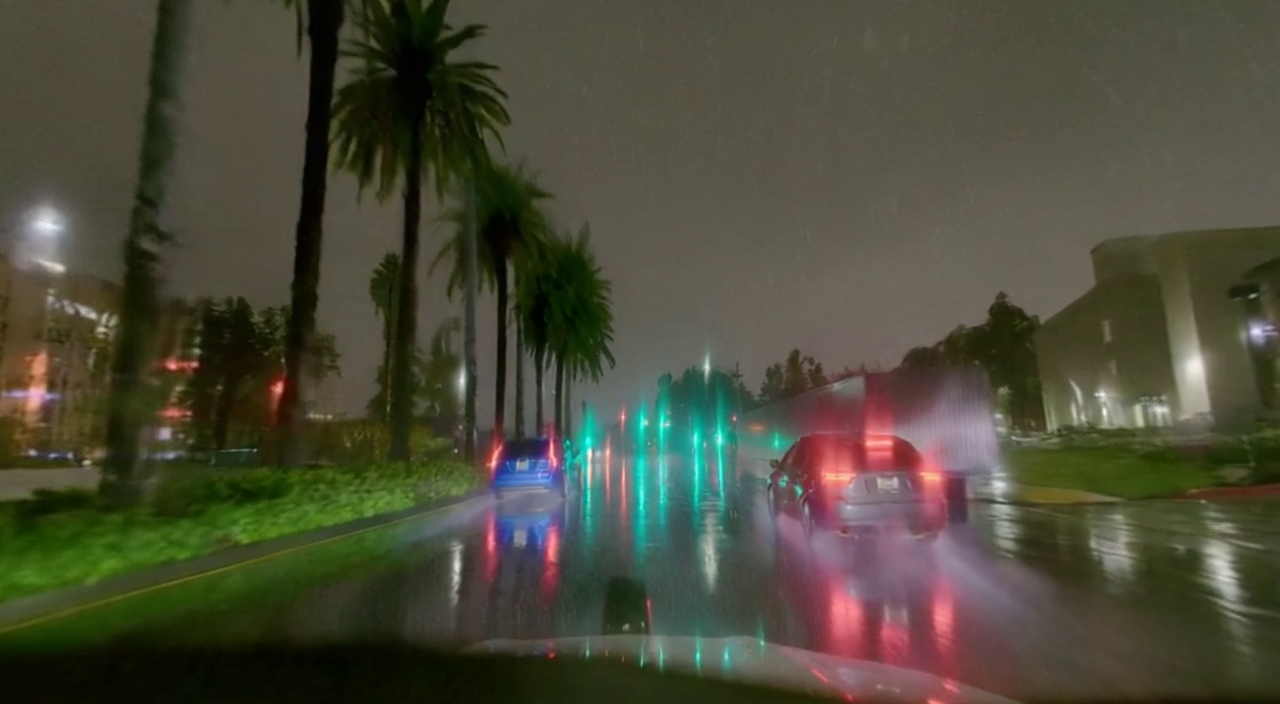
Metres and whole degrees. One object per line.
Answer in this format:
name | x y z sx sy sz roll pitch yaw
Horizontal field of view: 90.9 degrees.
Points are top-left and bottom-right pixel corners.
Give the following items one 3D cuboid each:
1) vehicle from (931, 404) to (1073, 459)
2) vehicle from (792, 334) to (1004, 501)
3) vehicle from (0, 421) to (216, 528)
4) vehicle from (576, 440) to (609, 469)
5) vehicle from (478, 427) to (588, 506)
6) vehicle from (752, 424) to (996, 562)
vehicle | 18.028 4.060 31.677 5.858 2.544 2.273 -5 -10 30
vehicle | 7.103 2.107 19.090 2.902 3.992 8.073 0 -8 0
vehicle | -21.509 4.592 24.742 3.030 3.354 9.135 -1 -9 2
vehicle | -3.065 6.711 41.398 1.998 1.743 4.402 0 -9 -2
vehicle | -2.695 3.020 17.026 2.058 1.804 4.391 -1 -9 2
vehicle | 3.002 1.896 9.201 1.946 1.513 4.133 0 -9 0
